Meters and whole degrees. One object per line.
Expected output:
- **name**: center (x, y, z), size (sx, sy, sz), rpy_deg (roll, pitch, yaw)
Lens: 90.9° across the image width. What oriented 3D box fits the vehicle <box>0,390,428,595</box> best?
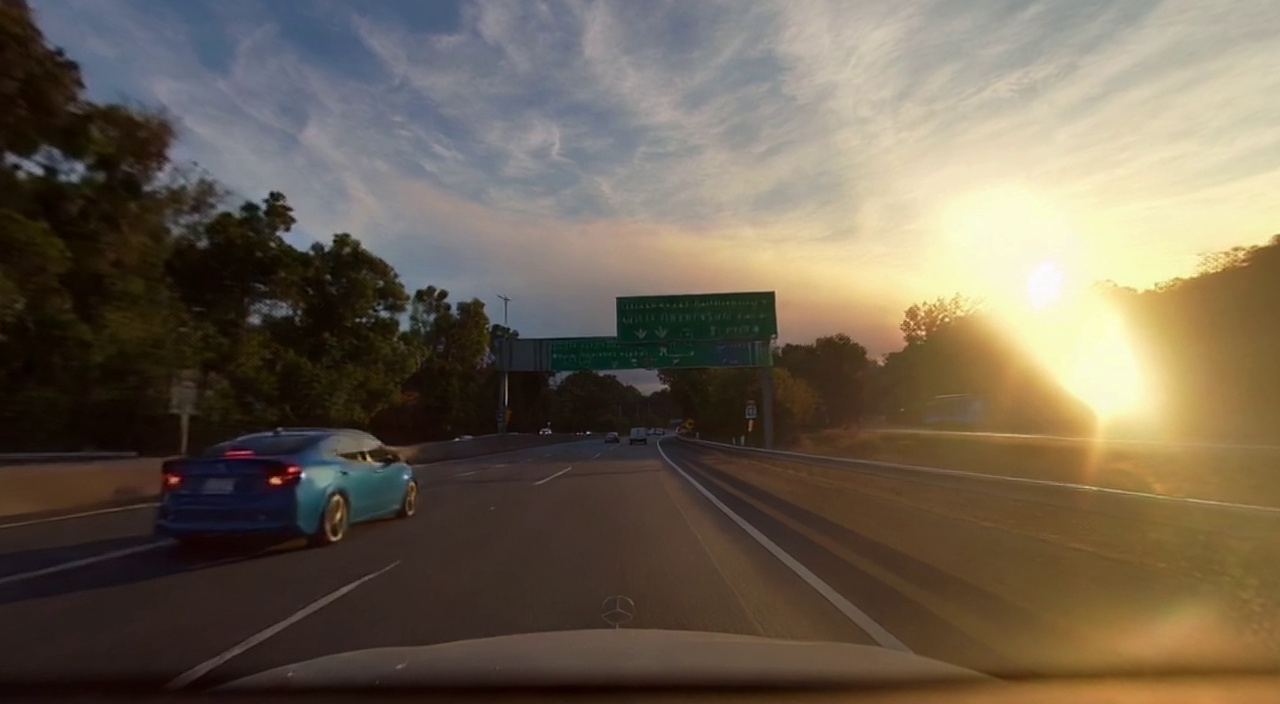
- **vehicle**: center (-4.273, 1.414, 7.328), size (2.052, 1.626, 4.514), rpy_deg (0, -8, 0)
